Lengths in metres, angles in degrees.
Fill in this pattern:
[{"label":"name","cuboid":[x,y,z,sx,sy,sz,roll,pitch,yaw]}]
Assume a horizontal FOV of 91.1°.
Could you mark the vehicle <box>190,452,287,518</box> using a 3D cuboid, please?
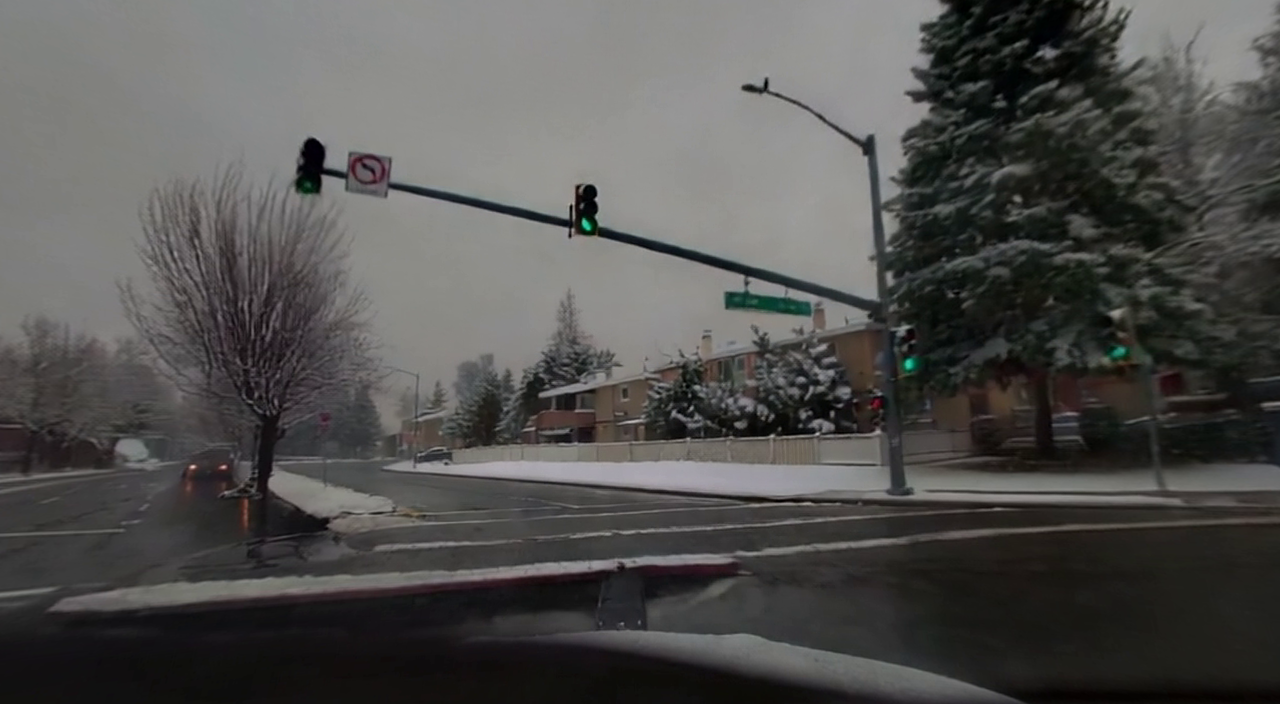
[{"label":"vehicle","cuboid":[-11.074,3.523,17.296,1.912,1.464,4.652,5,-10,-33]}]
